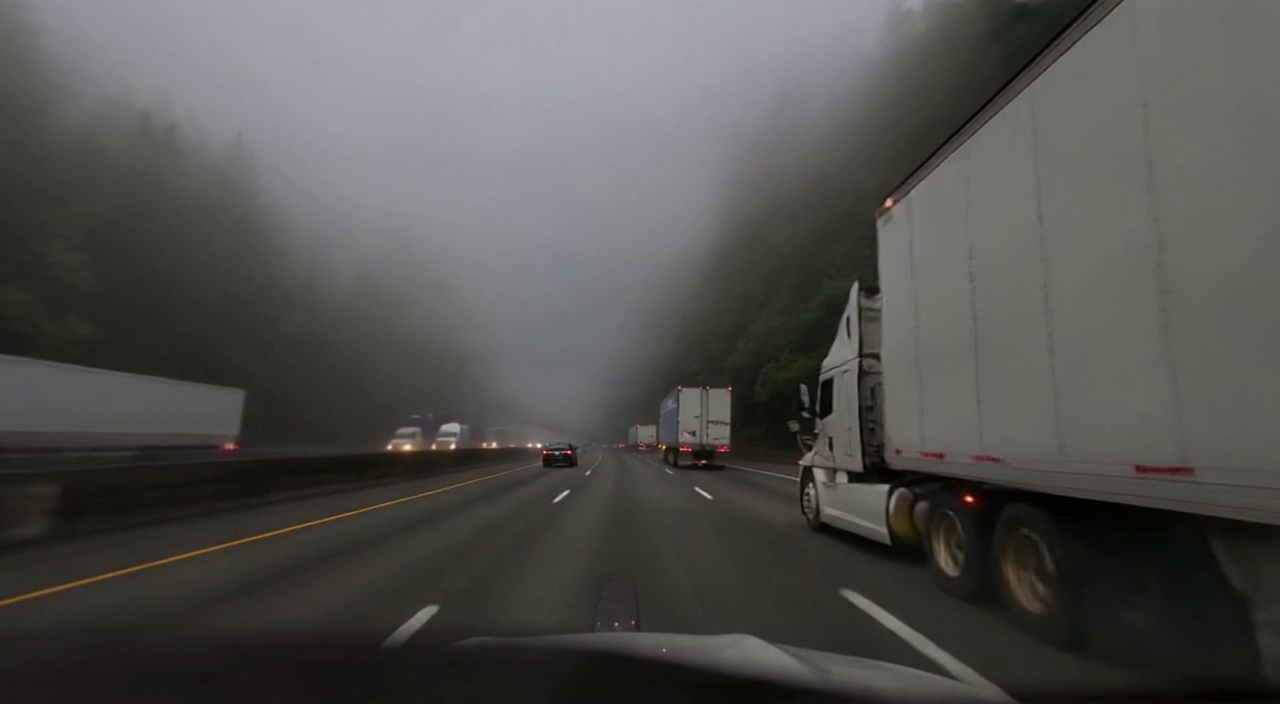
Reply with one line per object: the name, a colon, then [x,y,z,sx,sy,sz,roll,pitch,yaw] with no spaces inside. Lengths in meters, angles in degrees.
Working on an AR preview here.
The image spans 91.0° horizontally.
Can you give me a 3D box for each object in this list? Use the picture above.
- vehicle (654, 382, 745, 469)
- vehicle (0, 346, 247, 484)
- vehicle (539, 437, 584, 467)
vehicle: [2.877,4.337,35.793,3.116,3.992,13.748,0,-8,-3]
vehicle: [-20.829,2.634,23.878,3.204,4.048,14.112,0,-8,-2]
vehicle: [-4.549,5.877,37.050,2.206,1.644,4.027,0,-8,-1]
